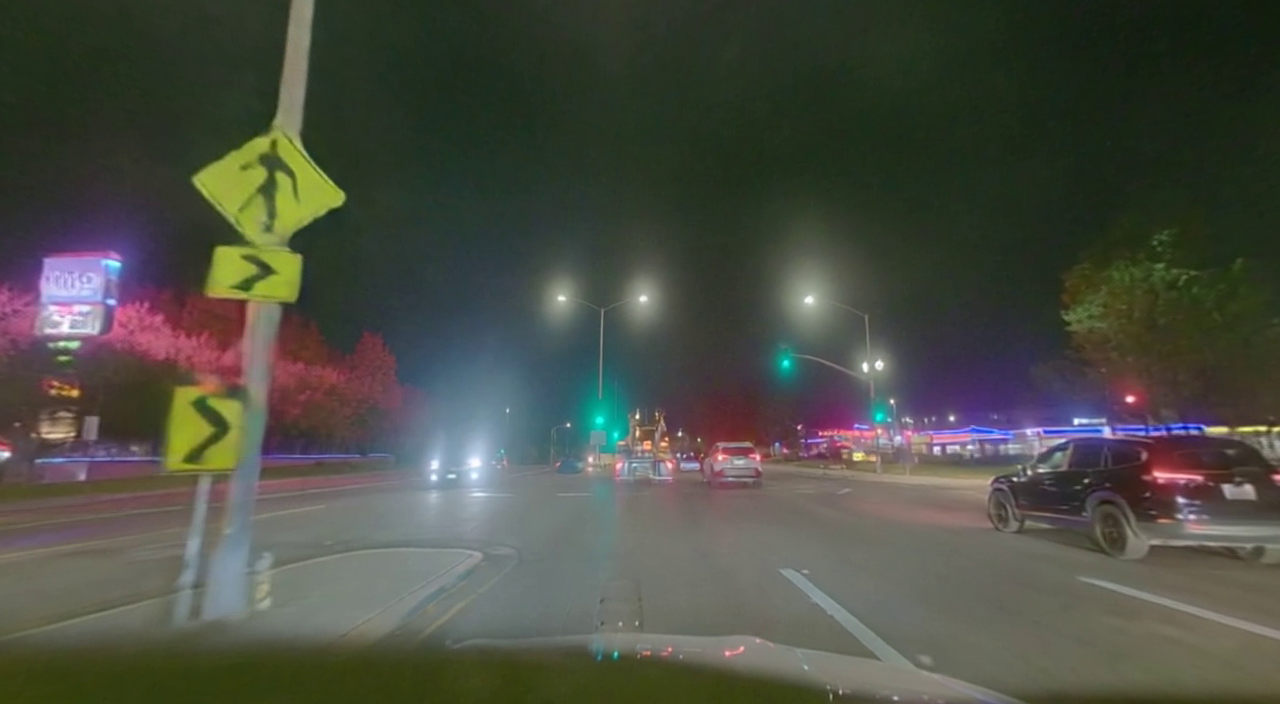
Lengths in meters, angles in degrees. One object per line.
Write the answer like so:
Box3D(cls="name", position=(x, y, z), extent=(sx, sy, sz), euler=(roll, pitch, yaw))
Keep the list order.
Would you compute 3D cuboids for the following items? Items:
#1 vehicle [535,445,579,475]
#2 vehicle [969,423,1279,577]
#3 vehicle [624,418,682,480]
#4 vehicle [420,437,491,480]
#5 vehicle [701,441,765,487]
Box3D(cls="vehicle", position=(-4.587, 6.023, 35.417), extent=(2.001, 1.518, 4.316), euler=(0, -8, -1))
Box3D(cls="vehicle", position=(7.079, 1.989, 9.316), extent=(1.982, 1.698, 4.408), euler=(0, -8, 0))
Box3D(cls="vehicle", position=(0.517, 4.274, 27.839), extent=(2.370, 2.518, 3.858), euler=(0, -8, 0))
Box3D(cls="vehicle", position=(-8.751, 5.071, 30.336), extent=(2.020, 1.864, 4.634), euler=(0, -8, 0))
Box3D(cls="vehicle", position=(3.812, 4.648, 26.537), extent=(2.025, 1.754, 4.311), euler=(0, -8, 0))
